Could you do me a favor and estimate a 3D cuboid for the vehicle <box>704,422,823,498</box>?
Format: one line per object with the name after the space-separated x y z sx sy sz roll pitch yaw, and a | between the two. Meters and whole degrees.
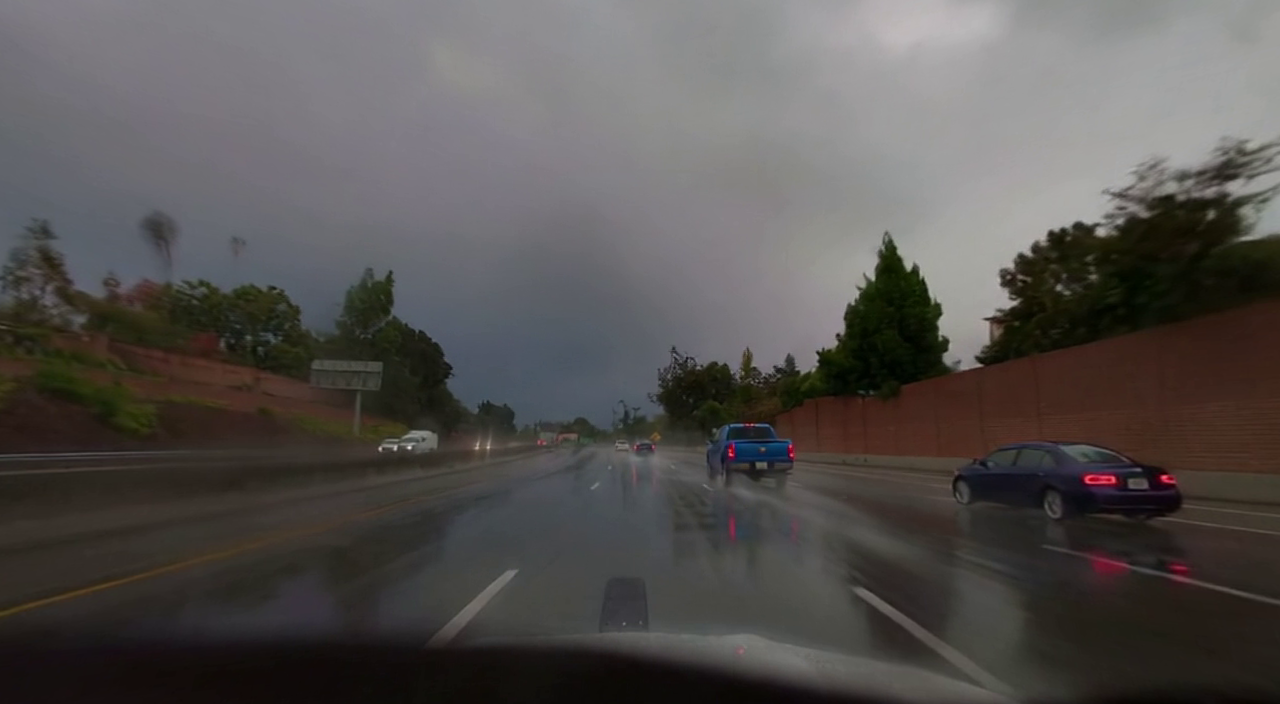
3.526 3.235 19.310 2.374 1.952 5.431 0 -8 -2 | vehicle

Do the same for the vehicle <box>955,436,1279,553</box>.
7.599 2.195 10.635 1.976 1.485 4.925 0 -8 -1 | vehicle
